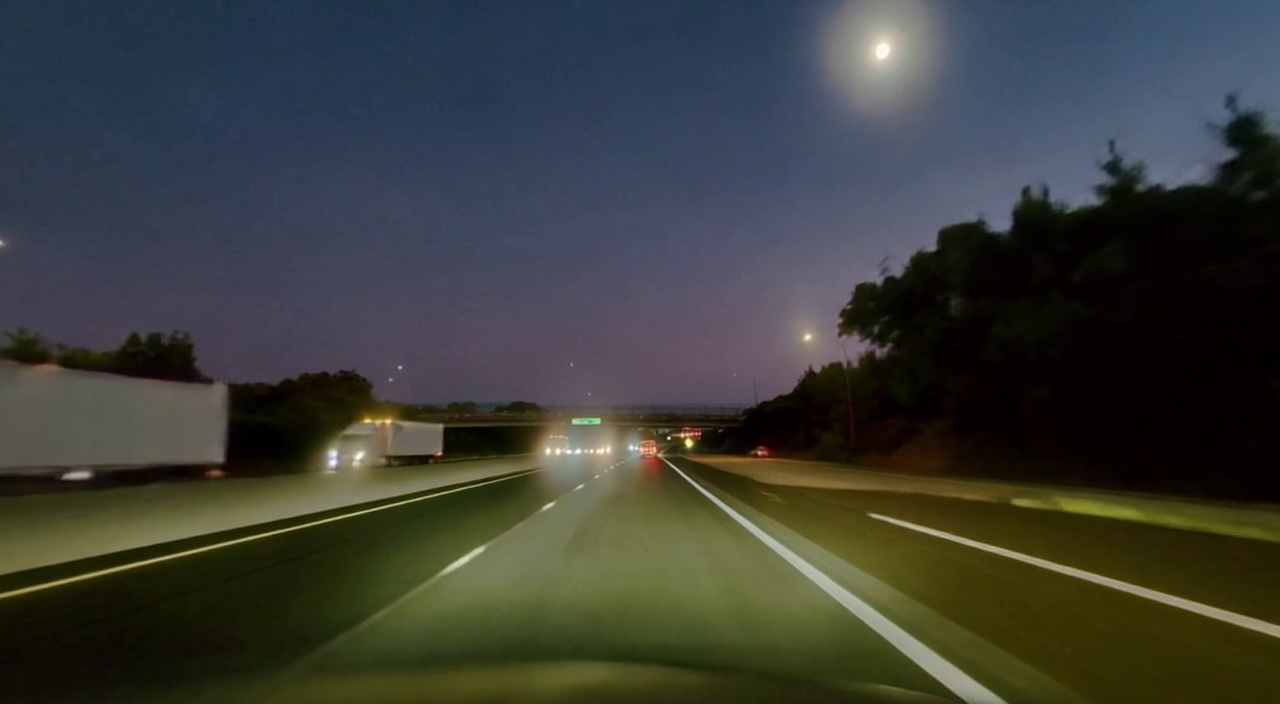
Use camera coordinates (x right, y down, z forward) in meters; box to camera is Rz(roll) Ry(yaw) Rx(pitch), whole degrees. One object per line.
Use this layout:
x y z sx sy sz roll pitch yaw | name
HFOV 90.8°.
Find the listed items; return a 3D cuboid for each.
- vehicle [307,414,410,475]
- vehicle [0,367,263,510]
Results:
-20.888 7.019 47.745 2.990 4.070 10.171 0 -9 1 | vehicle
-17.270 3.062 21.931 2.843 4.006 8.421 0 -9 1 | vehicle
